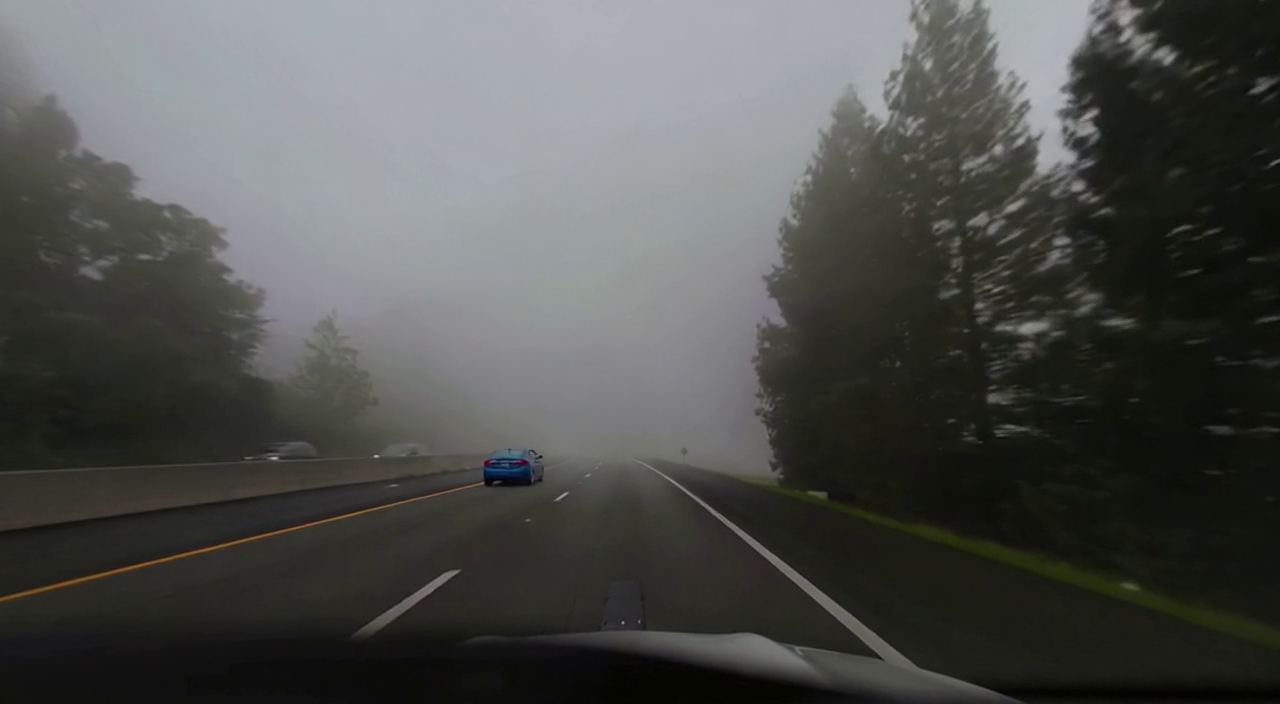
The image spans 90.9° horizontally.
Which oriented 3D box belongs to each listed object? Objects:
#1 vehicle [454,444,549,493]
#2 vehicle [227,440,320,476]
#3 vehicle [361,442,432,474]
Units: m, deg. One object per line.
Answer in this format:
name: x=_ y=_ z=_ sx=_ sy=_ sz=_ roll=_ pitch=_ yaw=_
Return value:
vehicle: x=-4.426 y=3.808 z=20.934 sx=2.126 sy=1.411 sz=4.433 roll=0 pitch=-9 yaw=1
vehicle: x=-16.024 y=4.663 z=27.791 sx=1.821 sy=1.460 sz=3.851 roll=0 pitch=-9 yaw=-1
vehicle: x=-11.747 y=5.155 z=30.740 sx=1.767 sy=1.417 sz=4.231 roll=0 pitch=-9 yaw=0
